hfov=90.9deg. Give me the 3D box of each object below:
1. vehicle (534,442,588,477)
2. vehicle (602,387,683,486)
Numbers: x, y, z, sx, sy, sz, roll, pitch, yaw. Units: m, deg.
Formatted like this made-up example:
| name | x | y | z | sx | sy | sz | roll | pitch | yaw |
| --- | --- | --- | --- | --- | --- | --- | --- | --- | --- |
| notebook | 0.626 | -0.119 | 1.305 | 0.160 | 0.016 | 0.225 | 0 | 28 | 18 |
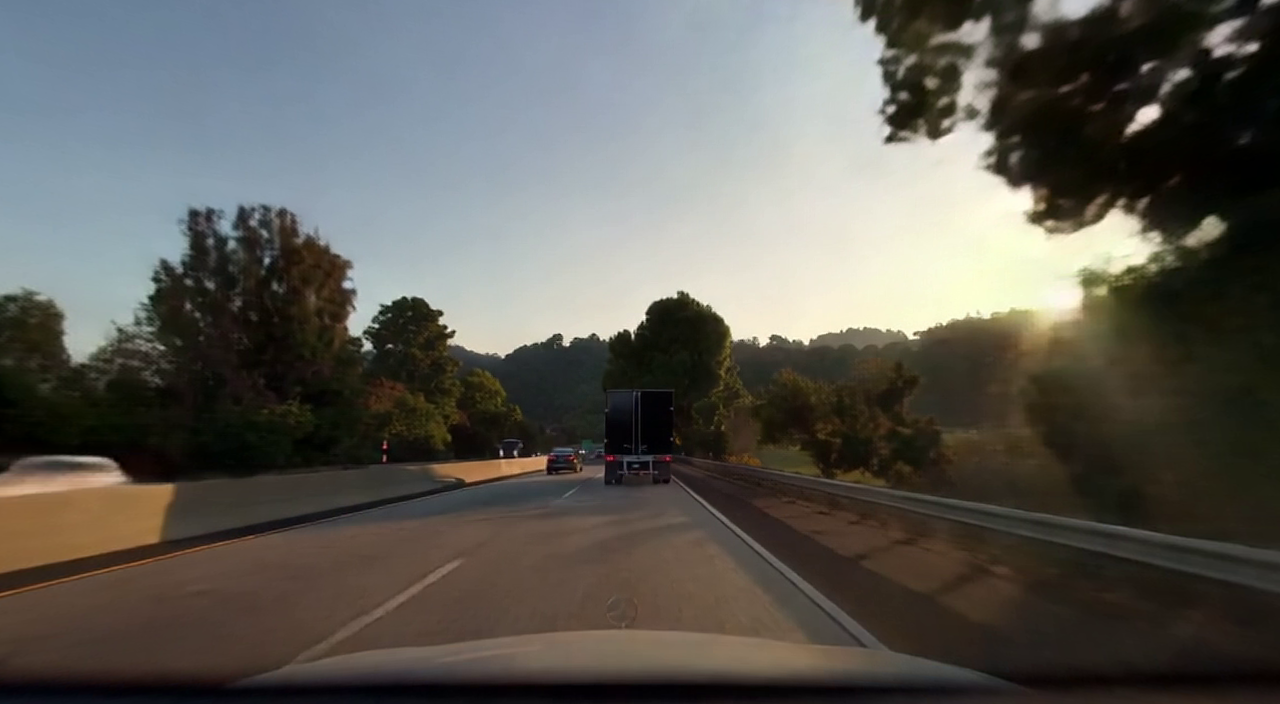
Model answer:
| name | x | y | z | sx | sy | sz | roll | pitch | yaw |
| --- | --- | --- | --- | --- | --- | --- | --- | --- | --- |
| vehicle | -3.904 | 5.418 | 31.963 | 2.160 | 1.661 | 4.388 | 0 | -9 | 1 |
| vehicle | -0.003 | 3.718 | 27.141 | 2.913 | 3.530 | 8.648 | 0 | -9 | -1 |
